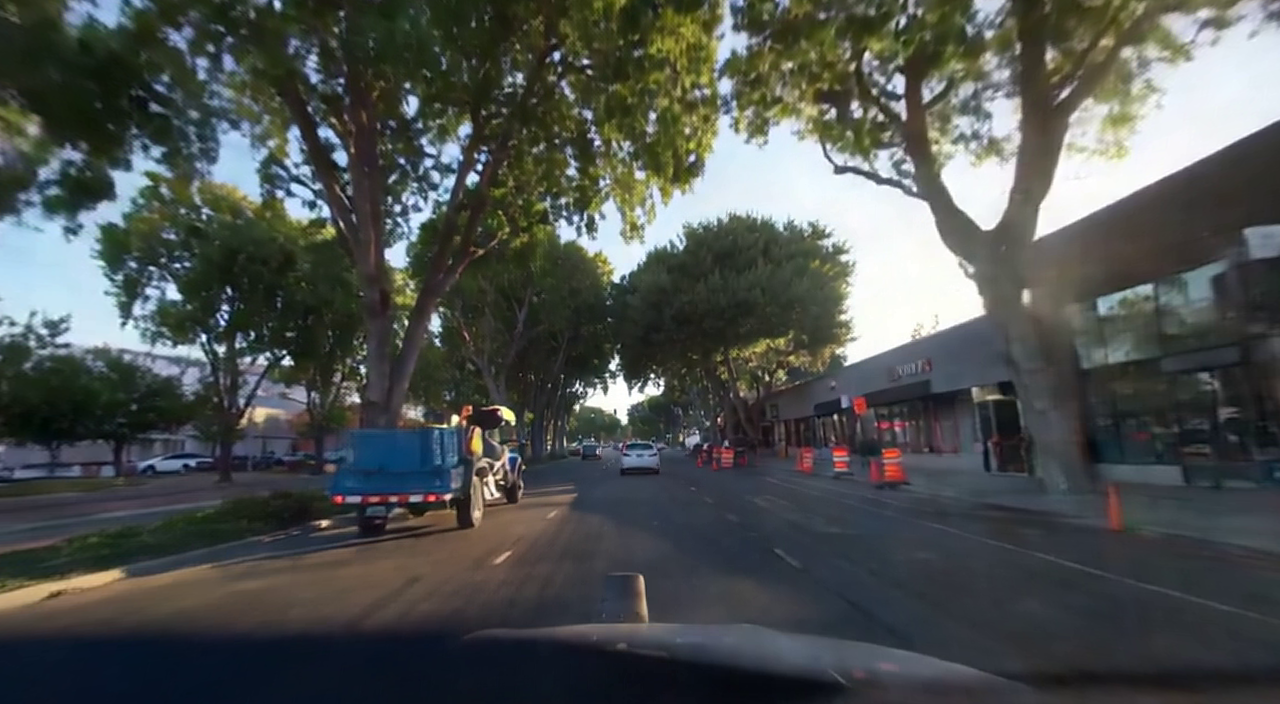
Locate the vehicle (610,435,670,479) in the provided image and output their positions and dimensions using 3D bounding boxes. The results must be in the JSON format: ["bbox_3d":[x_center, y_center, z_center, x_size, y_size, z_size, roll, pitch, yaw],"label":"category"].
[{"bbox_3d":[-0.065,4.563,27.756,2.413,1.748,4.406,0,-8,-1],"label":"vehicle"}]

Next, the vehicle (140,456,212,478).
[{"bbox_3d":[-34.888,8.678,47.698,1.876,1.470,4.711,0,-8,0],"label":"vehicle"}]

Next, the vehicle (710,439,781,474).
[{"bbox_3d":[5.150,5.151,31.403,2.082,1.601,4.451,1,-9,-10],"label":"vehicle"}]

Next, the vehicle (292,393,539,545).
[{"bbox_3d":[-3.537,2.025,11.572,2.424,2.063,5.678,0,-8,0],"label":"vehicle"}]
